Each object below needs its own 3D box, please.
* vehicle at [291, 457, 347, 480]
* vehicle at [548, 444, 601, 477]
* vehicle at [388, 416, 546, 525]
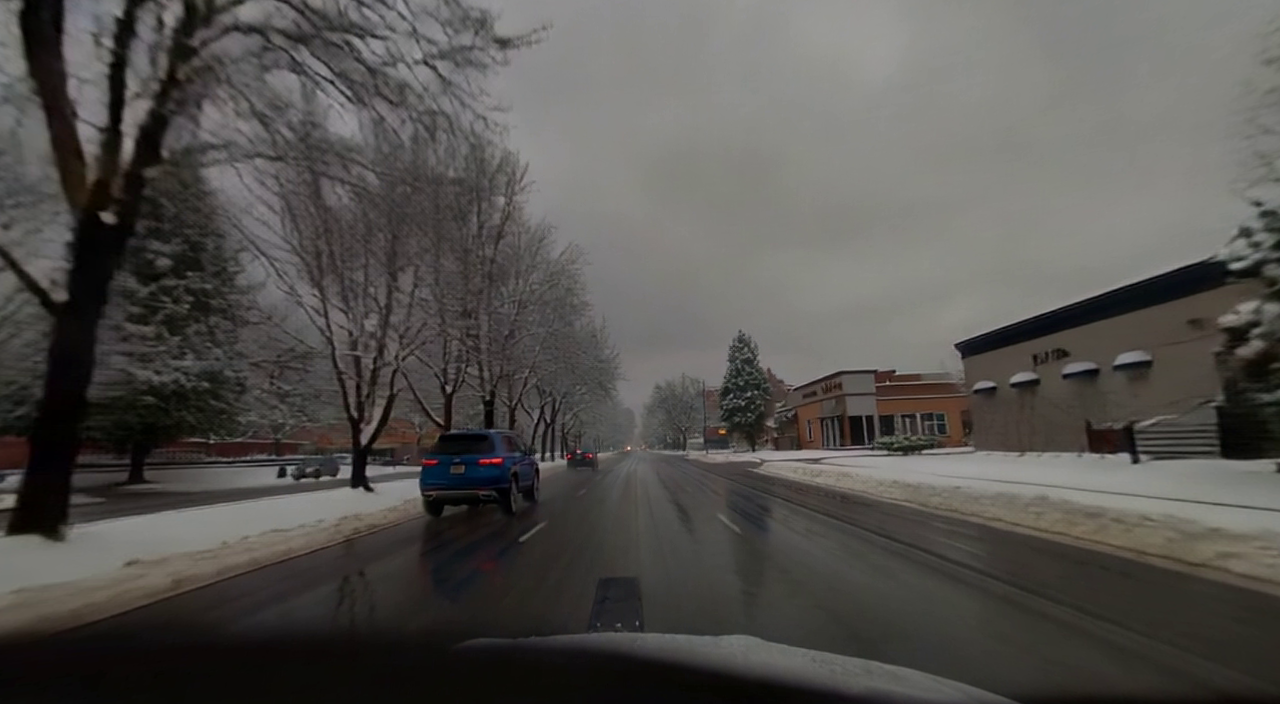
[{"bbox_3d":[-22.917,8.305,45.272,1.906,1.494,3.966,0,-9,0],"label":"vehicle"},{"bbox_3d":[-3.045,5.179,30.466,2.069,1.470,4.601,0,-9,0],"label":"vehicle"},{"bbox_3d":[-3.267,2.345,12.986,2.042,1.817,4.364,0,-9,-1],"label":"vehicle"}]
